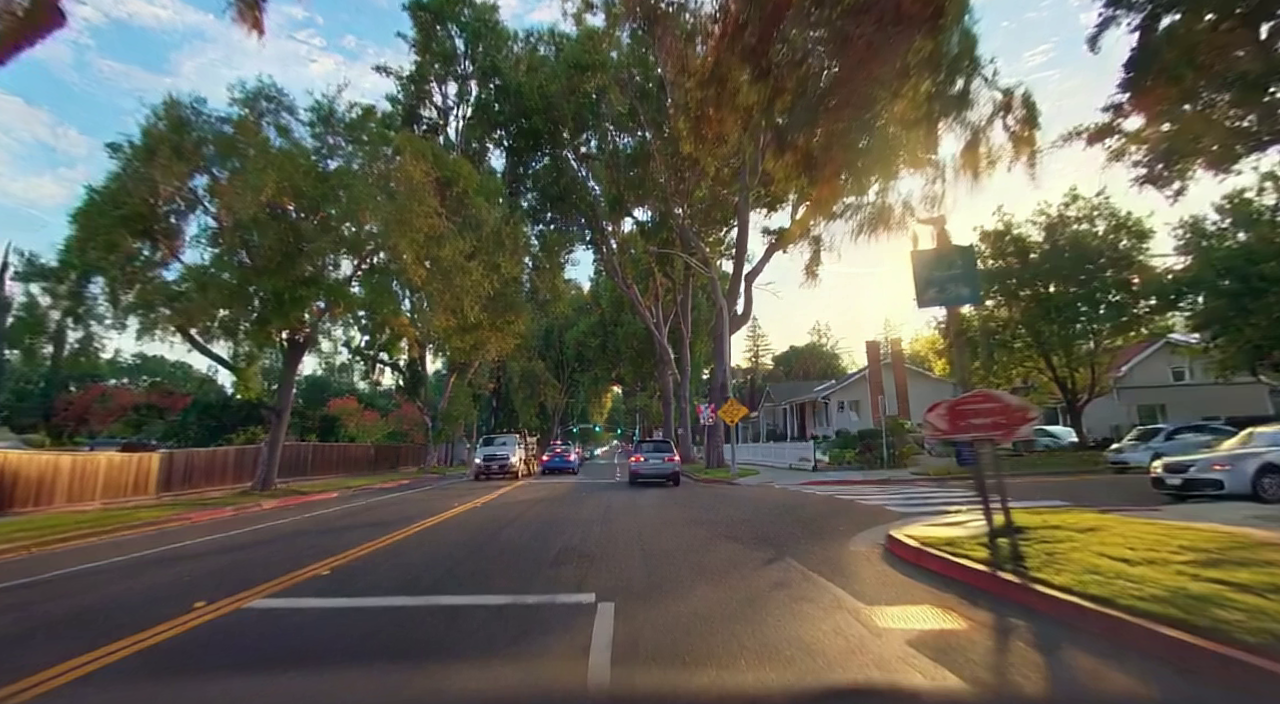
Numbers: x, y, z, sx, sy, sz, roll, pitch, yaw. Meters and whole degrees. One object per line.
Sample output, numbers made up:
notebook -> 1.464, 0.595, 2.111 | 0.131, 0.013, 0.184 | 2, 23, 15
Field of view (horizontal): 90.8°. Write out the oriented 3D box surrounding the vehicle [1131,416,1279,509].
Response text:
vehicle -> 12.578, 2.066, 12.078 | 4.708, 1.603, 1.919 | 0, -9, 0

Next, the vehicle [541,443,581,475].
vehicle -> -4.007, 5.470, 32.445 | 1.919, 1.501, 4.509 | 1, -9, -6

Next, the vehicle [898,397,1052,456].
vehicle -> 15.948, 3.656, 30.293 | 6.115, 2.590, 2.371 | -6, -10, 35

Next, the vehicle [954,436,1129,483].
vehicle -> 12.974, 3.472, 20.599 | 4.462, 1.427, 1.886 | 0, -9, -5

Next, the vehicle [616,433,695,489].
vehicle -> 0.383, 3.689, 21.642 | 2.258, 1.682, 4.635 | 0, -9, -4

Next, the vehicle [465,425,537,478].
vehicle -> -7.819, 5.738, 36.586 | 2.920, 2.707, 7.670 | 0, -9, -4
